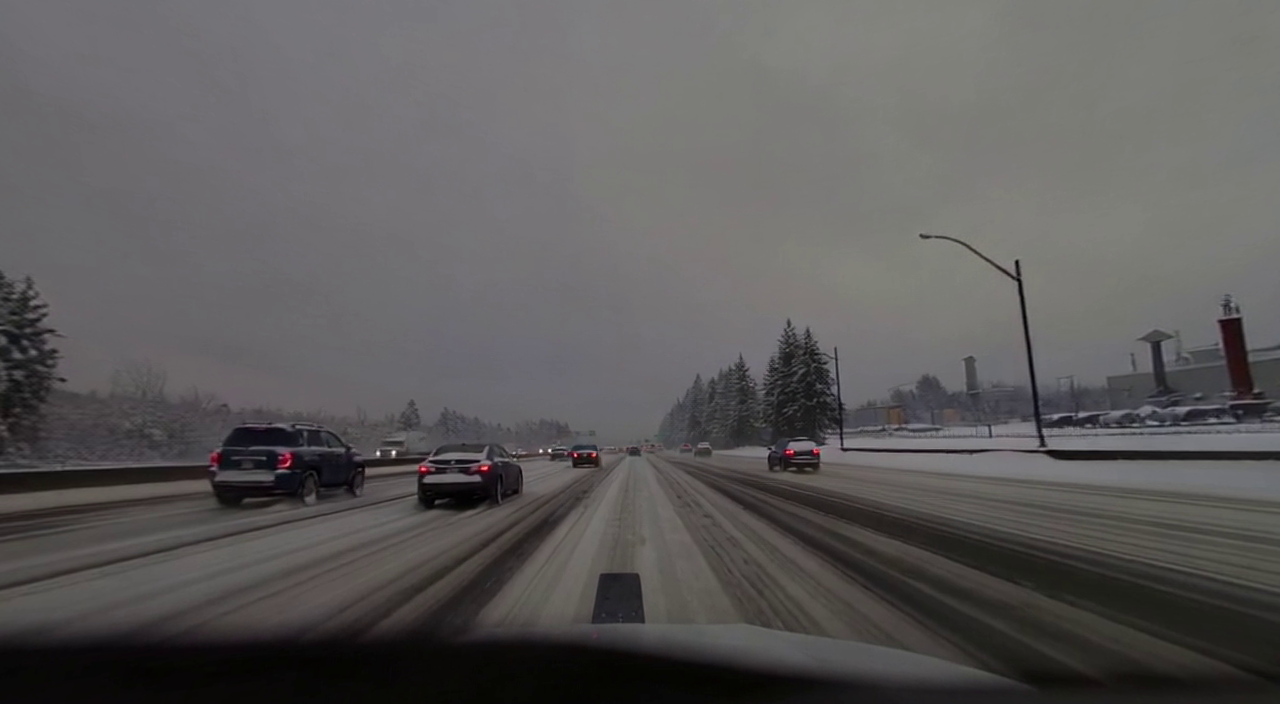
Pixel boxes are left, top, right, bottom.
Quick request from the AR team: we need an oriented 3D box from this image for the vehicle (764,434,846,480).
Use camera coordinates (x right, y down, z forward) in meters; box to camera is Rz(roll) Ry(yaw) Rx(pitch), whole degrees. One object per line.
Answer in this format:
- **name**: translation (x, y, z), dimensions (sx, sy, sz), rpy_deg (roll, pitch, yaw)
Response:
- **vehicle**: translation (6.915, 4.442, 27.041), dimensions (2.147, 1.769, 4.666), rpy_deg (0, -9, -1)

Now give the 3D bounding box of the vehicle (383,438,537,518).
- **vehicle**: translation (-3.733, 2.701, 14.131), dimensions (2.047, 1.469, 4.614), rpy_deg (0, -9, 0)

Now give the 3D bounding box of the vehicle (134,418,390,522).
- **vehicle**: translation (-7.541, 2.420, 13.456), dimensions (2.310, 1.787, 4.955), rpy_deg (0, -9, 1)

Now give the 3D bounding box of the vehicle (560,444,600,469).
- **vehicle**: translation (-3.665, 6.489, 39.488), dimensions (2.078, 1.464, 4.093), rpy_deg (0, -9, 0)
